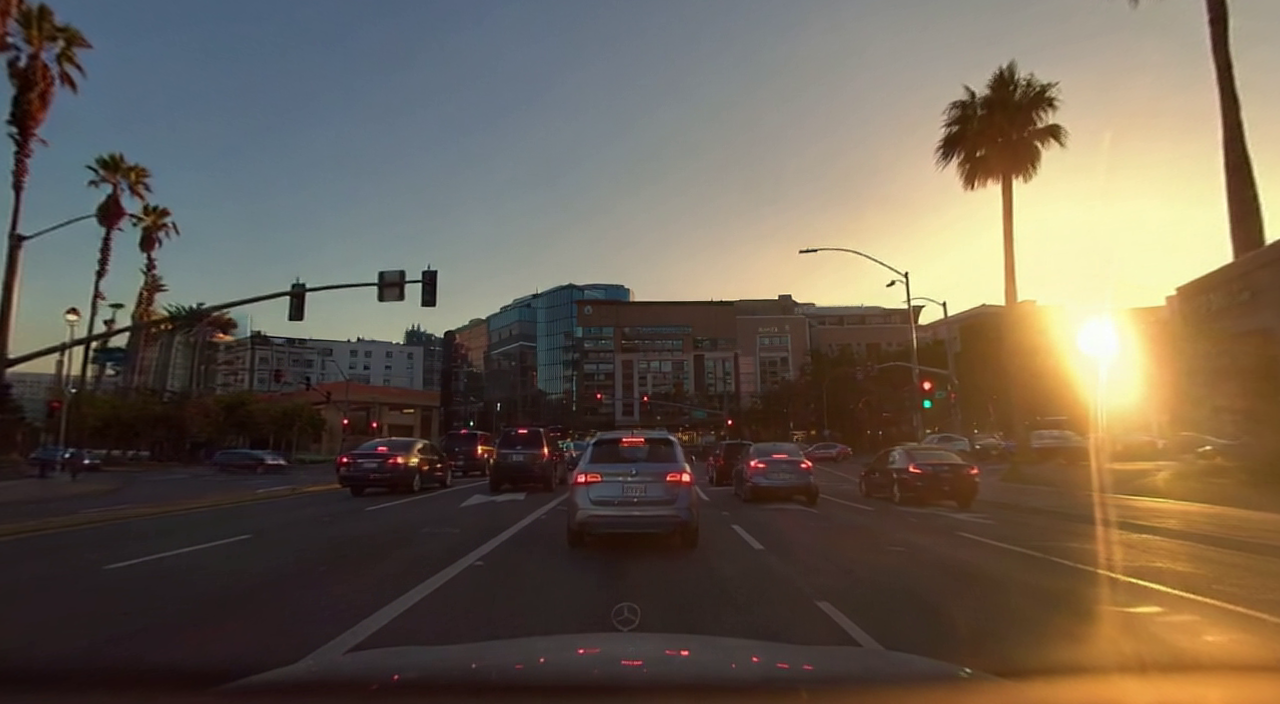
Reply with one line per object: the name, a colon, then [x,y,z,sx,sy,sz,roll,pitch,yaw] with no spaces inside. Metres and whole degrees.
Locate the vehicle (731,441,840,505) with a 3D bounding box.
vehicle: [3.693,3.138,16.910,1.989,1.467,4.364,0,-9,1]

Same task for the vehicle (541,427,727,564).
vehicle: [-0.074,1.890,9.015,2.060,1.499,3.831,0,-9,0]

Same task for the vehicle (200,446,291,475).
vehicle: [-26.551,7.296,42.630,4.737,1.845,1.920,0,-9,-4]

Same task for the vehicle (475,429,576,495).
vehicle: [-3.254,3.247,18.912,2.020,1.721,4.366,-1,-9,2]

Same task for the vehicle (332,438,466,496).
vehicle: [-6.902,3.347,18.776,1.927,1.480,4.832,0,-9,2]

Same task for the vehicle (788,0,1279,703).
vehicle: [3.543,-0.325,1.922,2.970,4.015,13.606,0,-9,0]
